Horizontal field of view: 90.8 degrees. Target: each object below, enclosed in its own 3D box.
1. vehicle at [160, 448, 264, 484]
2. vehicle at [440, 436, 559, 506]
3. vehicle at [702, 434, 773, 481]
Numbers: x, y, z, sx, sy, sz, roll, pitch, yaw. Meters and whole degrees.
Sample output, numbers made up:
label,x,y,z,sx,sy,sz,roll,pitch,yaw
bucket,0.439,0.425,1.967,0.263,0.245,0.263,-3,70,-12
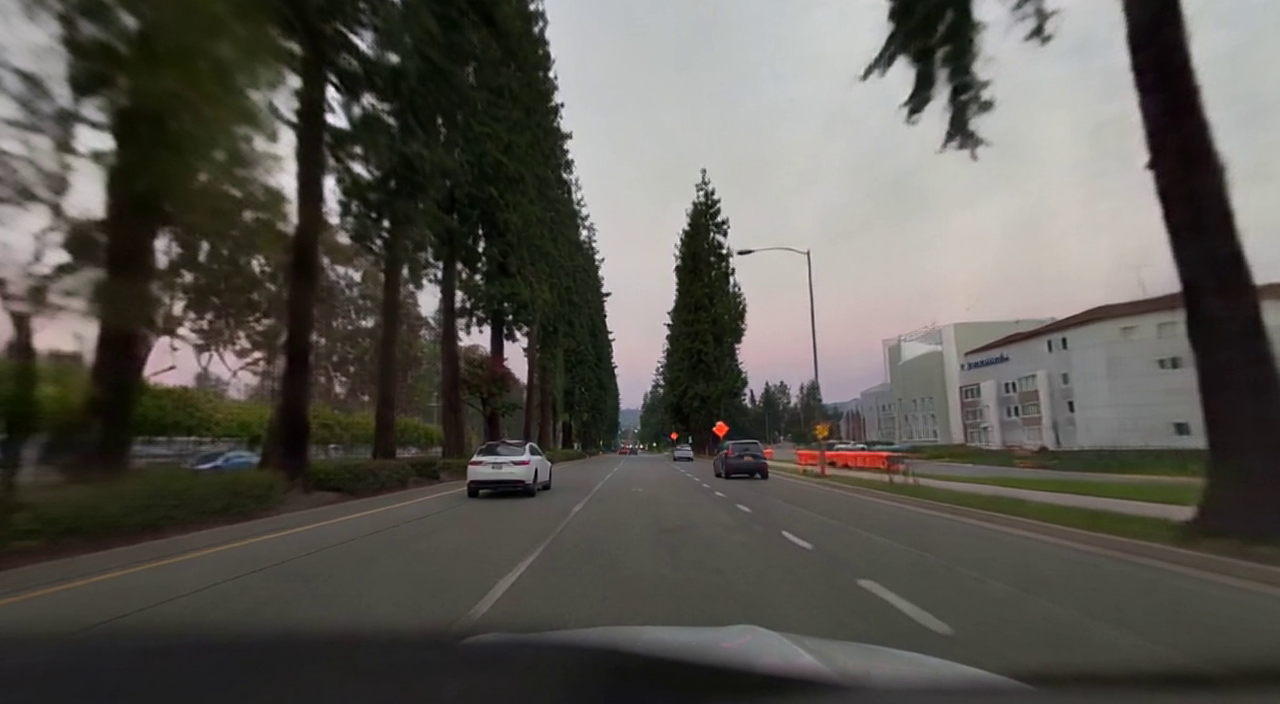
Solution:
label,x,y,z,sx,sy,sz,roll,pitch,yaw
vehicle,-21.521,5.725,32.054,1.958,1.641,4.663,0,-9,1
vehicle,-3.285,2.876,15.688,2.020,1.474,4.098,0,-9,0
vehicle,4.023,4.469,27.036,2.159,1.793,4.735,0,-9,-1
